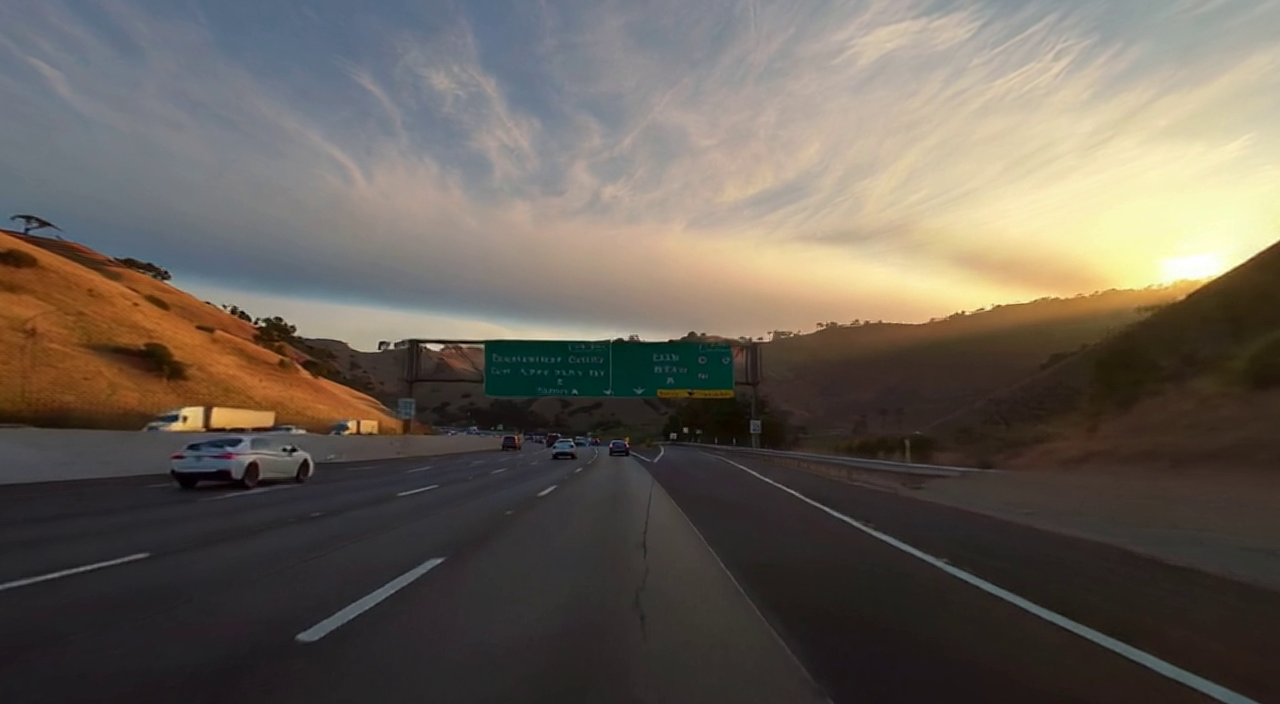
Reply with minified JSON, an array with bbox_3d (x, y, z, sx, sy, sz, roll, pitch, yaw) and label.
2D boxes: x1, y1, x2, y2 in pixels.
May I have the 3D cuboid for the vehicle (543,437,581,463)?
[{"bbox_3d":[-5.125,6.502,41.820,2.060,1.631,4.214,0,-8,-1],"label":"vehicle"}]

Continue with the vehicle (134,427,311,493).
[{"bbox_3d":[-11.704,3.066,18.138,2.047,1.645,4.451,0,-8,-1],"label":"vehicle"}]
